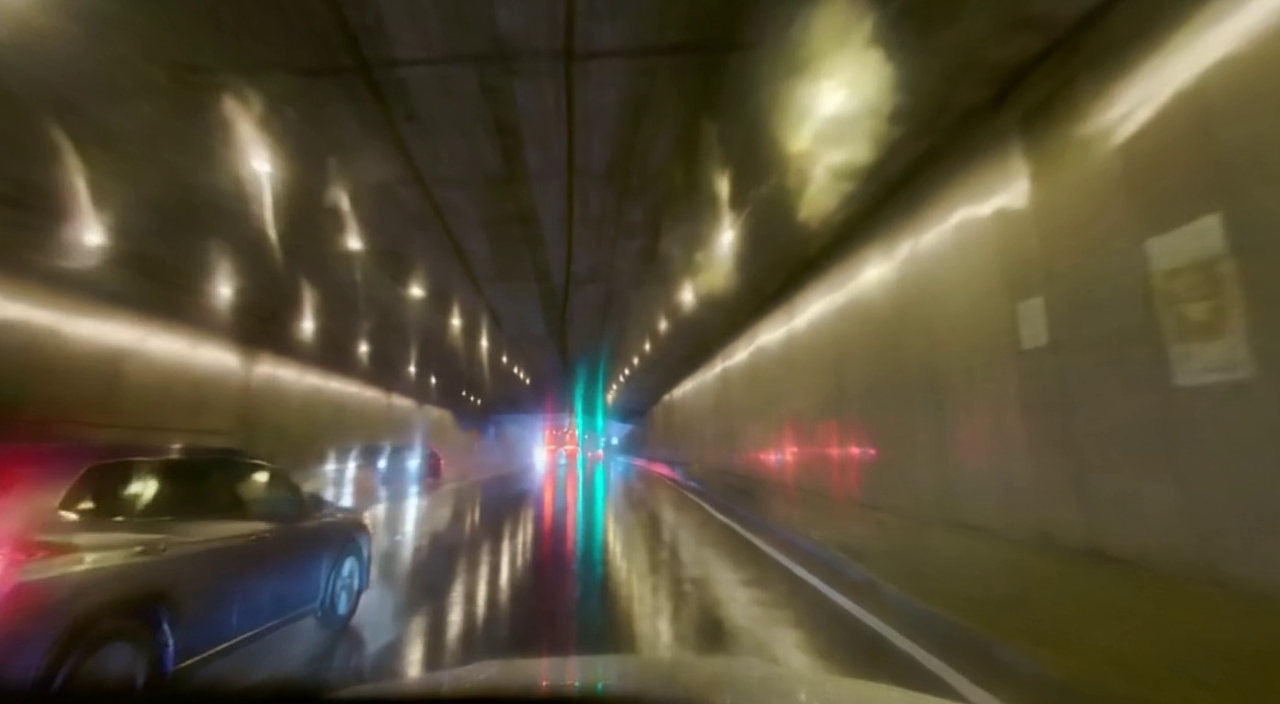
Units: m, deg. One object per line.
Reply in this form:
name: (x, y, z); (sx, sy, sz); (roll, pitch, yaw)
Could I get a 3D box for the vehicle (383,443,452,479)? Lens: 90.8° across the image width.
vehicle: (-9.662, 4.725, 27.759); (1.691, 1.439, 4.136); (0, -8, -3)

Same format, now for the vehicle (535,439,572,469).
vehicle: (-5.371, 6.388, 39.765); (1.961, 1.725, 4.315); (0, -8, -3)

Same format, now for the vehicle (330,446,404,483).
vehicle: (-13.047, 5.359, 30.487); (1.788, 1.622, 4.284); (0, -8, -2)
